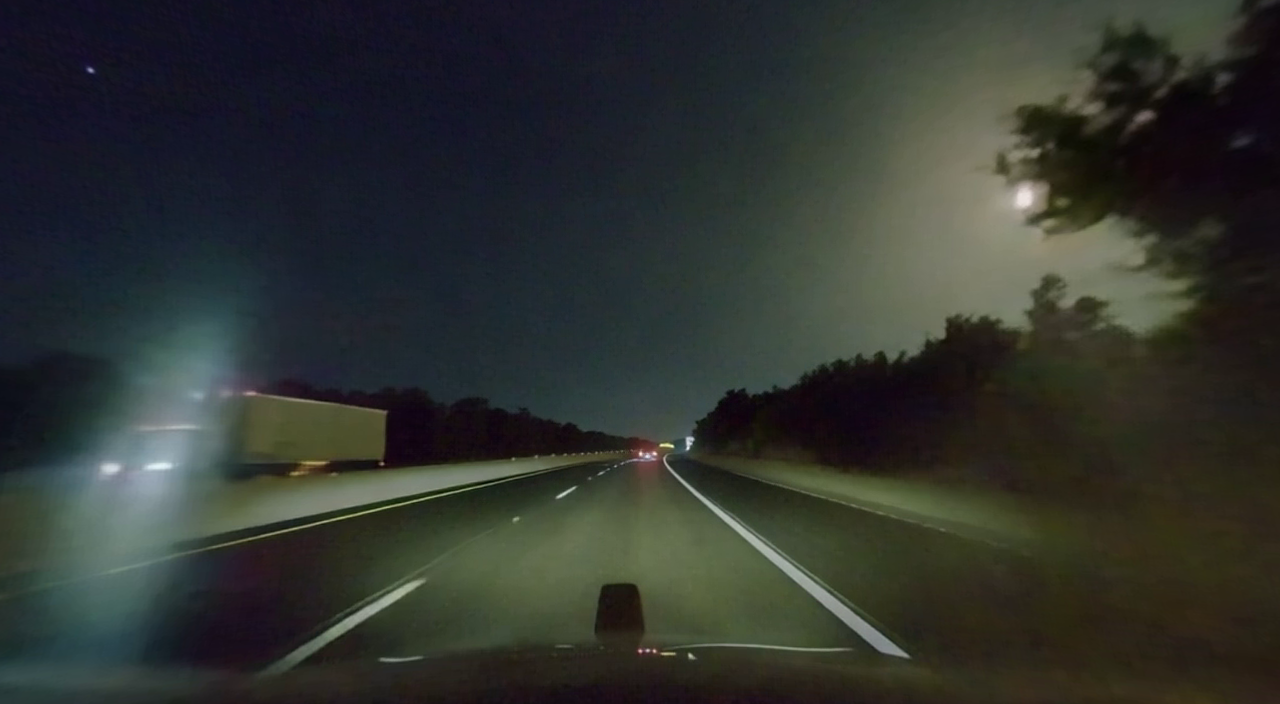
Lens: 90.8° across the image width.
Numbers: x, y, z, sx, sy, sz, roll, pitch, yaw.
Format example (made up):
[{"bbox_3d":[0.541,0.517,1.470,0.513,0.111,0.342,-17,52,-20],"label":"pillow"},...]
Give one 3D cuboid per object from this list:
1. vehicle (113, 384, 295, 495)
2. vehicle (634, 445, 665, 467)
[{"bbox_3d":[-17.221,3.567,25.550,3.024,3.921,5.784,0,-9,0],"label":"vehicle"},{"bbox_3d":[0.741,7.832,47.588,2.221,1.603,4.149,0,-9,1],"label":"vehicle"}]
